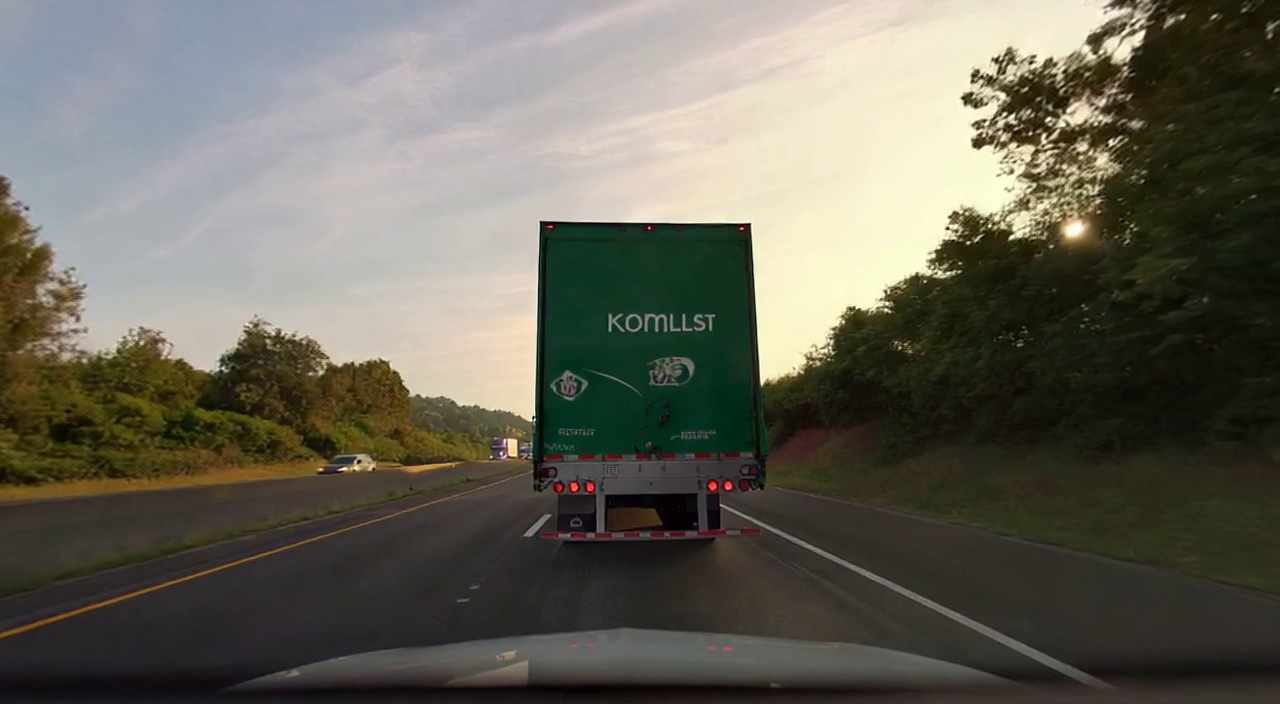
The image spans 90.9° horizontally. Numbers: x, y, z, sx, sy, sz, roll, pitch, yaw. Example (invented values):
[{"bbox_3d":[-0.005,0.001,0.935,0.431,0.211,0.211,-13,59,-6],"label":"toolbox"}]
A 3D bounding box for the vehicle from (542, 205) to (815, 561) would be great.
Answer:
[{"bbox_3d":[0.229,1.425,14.868,3.230,4.377,14.405,0,-9,-2],"label":"vehicle"}]

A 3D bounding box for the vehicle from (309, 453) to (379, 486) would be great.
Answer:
[{"bbox_3d":[-13.449,5.338,28.828,1.676,1.390,3.433,0,-9,-4],"label":"vehicle"}]
